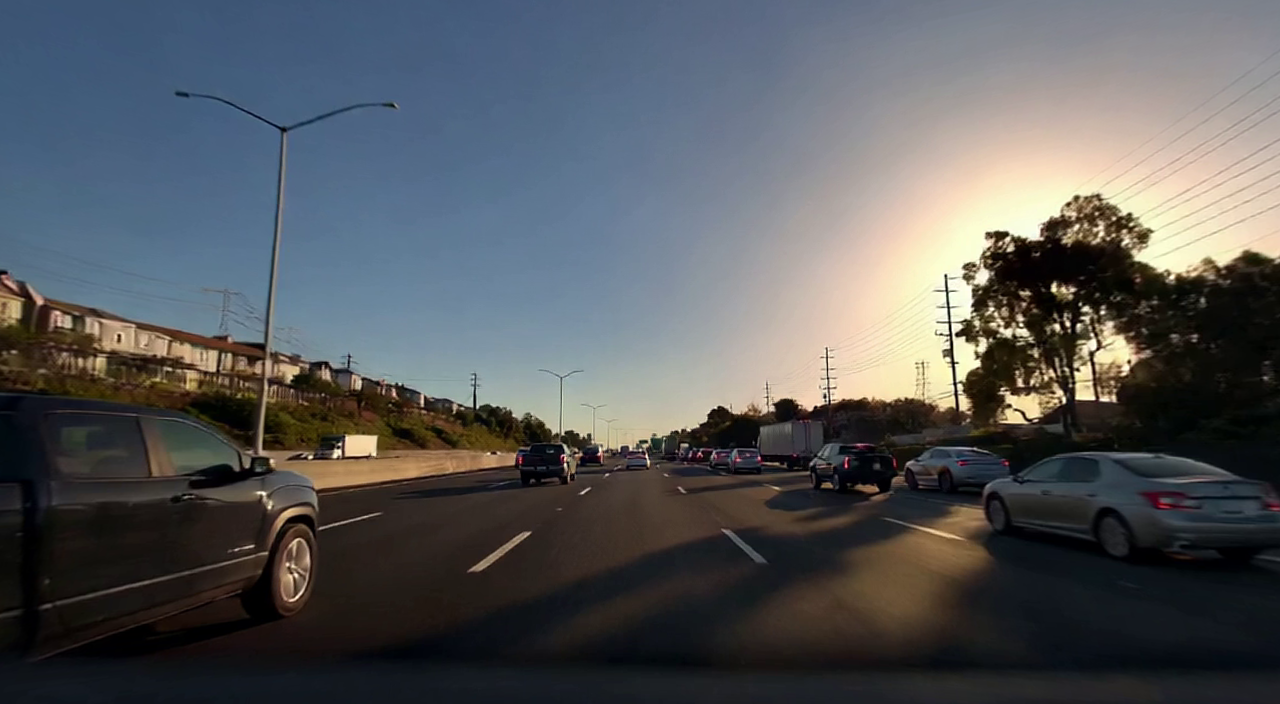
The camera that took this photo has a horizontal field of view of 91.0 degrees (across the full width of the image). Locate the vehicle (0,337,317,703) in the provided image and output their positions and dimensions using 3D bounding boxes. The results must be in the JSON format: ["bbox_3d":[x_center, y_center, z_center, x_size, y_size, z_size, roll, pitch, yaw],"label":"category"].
[{"bbox_3d":[-3.421,0.793,2.260,2.127,1.705,4.374,0,-9,1],"label":"vehicle"}]

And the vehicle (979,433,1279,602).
[{"bbox_3d":[6.555,1.830,7.965,1.976,1.485,4.632,0,-9,0],"label":"vehicle"}]

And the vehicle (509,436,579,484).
[{"bbox_3d":[-3.946,4.548,26.814,2.147,1.825,4.602,0,-9,1],"label":"vehicle"}]

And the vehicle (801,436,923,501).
[{"bbox_3d":[6.374,3.374,18.668,2.058,1.667,4.209,0,-9,0],"label":"vehicle"}]

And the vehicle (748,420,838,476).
[{"bbox_3d":[10.475,6.810,44.854,3.442,3.405,11.948,0,-9,0],"label":"vehicle"}]

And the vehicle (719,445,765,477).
[{"bbox_3d":[5.311,5.722,33.300,1.956,1.576,4.211,0,-9,3],"label":"vehicle"}]

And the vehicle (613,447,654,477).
[{"bbox_3d":[-0.341,5.927,34.228,2.060,1.508,4.308,0,-9,0],"label":"vehicle"}]

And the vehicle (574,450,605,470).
[{"bbox_3d":[-3.854,8.325,48.757,1.984,1.406,4.030,0,-9,1],"label":"vehicle"}]
